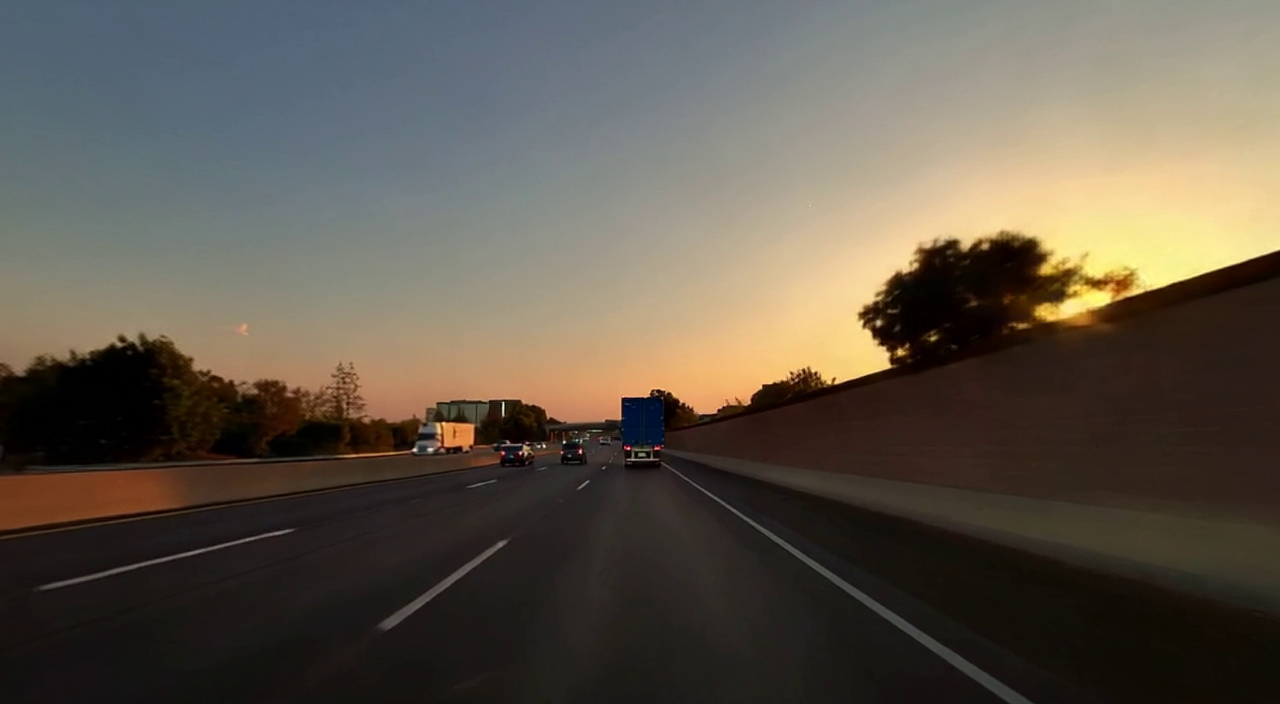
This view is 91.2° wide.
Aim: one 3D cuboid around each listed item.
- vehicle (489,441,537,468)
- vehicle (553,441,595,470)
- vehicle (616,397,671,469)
[{"bbox_3d":[-7.781,6.347,38.909,1.968,1.507,4.673,0,-9,0],"label":"vehicle"},{"bbox_3d":[-3.722,5.932,36.083,2.006,1.572,4.082,0,-9,0],"label":"vehicle"},{"bbox_3d":[0.168,5.498,41.387,3.123,4.094,10.812,0,-9,0],"label":"vehicle"}]
